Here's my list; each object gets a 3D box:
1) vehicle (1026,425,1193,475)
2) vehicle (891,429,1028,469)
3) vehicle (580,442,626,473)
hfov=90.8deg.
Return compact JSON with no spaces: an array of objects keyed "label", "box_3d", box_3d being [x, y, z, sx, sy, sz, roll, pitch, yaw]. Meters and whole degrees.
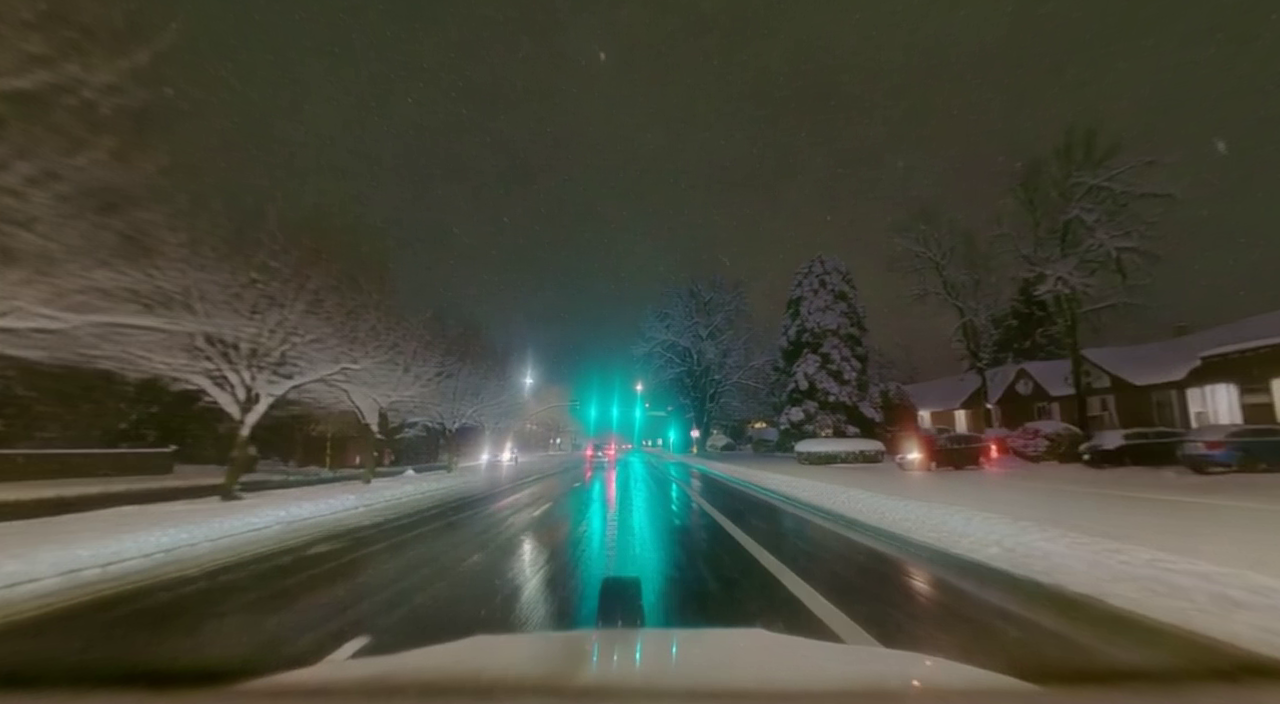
[{"label":"vehicle","box_3d":[16.756,3.496,22.690,4.564,1.663,2.033,1,-9,-8]},{"label":"vehicle","box_3d":[15.464,4.706,30.701,5.604,1.833,2.128,1,-9,-8]},{"label":"vehicle","box_3d":[-1.855,5.510,33.307,2.011,1.498,4.914,0,-9,2]}]
